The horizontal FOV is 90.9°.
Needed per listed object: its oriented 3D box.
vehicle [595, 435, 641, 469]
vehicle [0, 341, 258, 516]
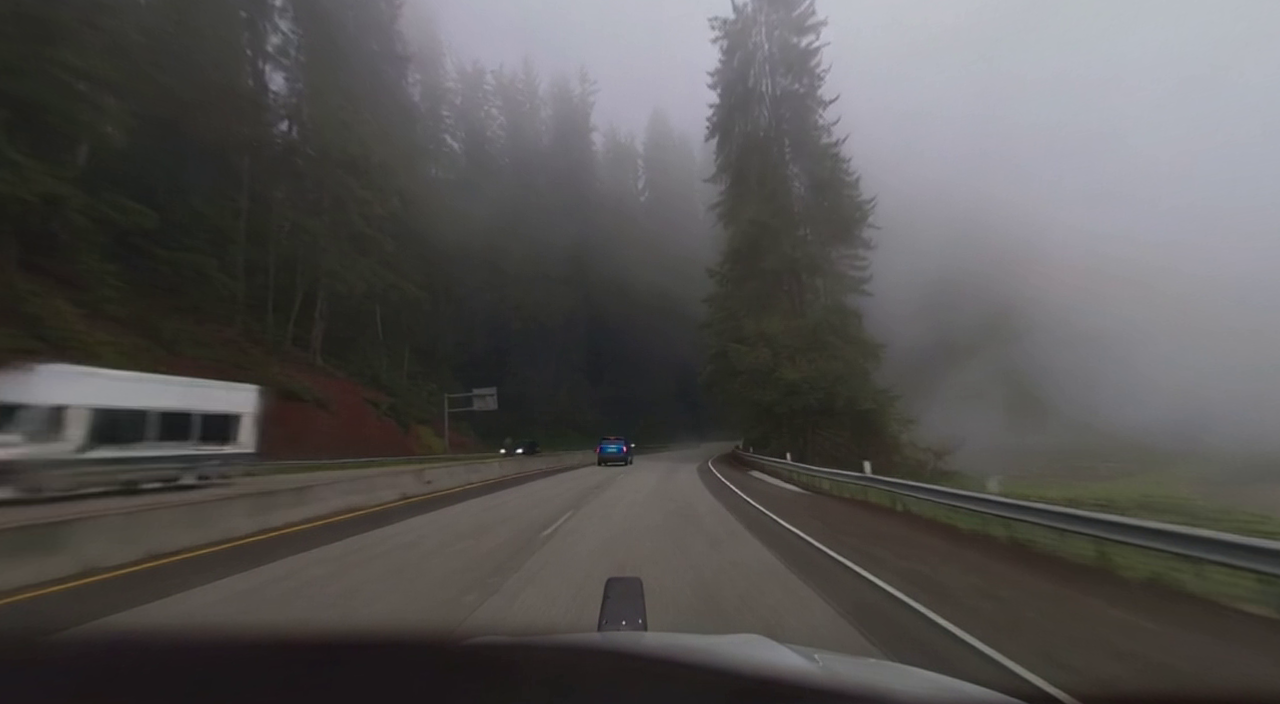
[{"bbox_3d":[-1.164,5.636,35.639,2.005,1.752,4.479,-1,-8,5],"label":"vehicle"},{"bbox_3d":[-17.164,2.563,20.106,3.236,4.237,10.335,-1,-8,1],"label":"vehicle"}]
